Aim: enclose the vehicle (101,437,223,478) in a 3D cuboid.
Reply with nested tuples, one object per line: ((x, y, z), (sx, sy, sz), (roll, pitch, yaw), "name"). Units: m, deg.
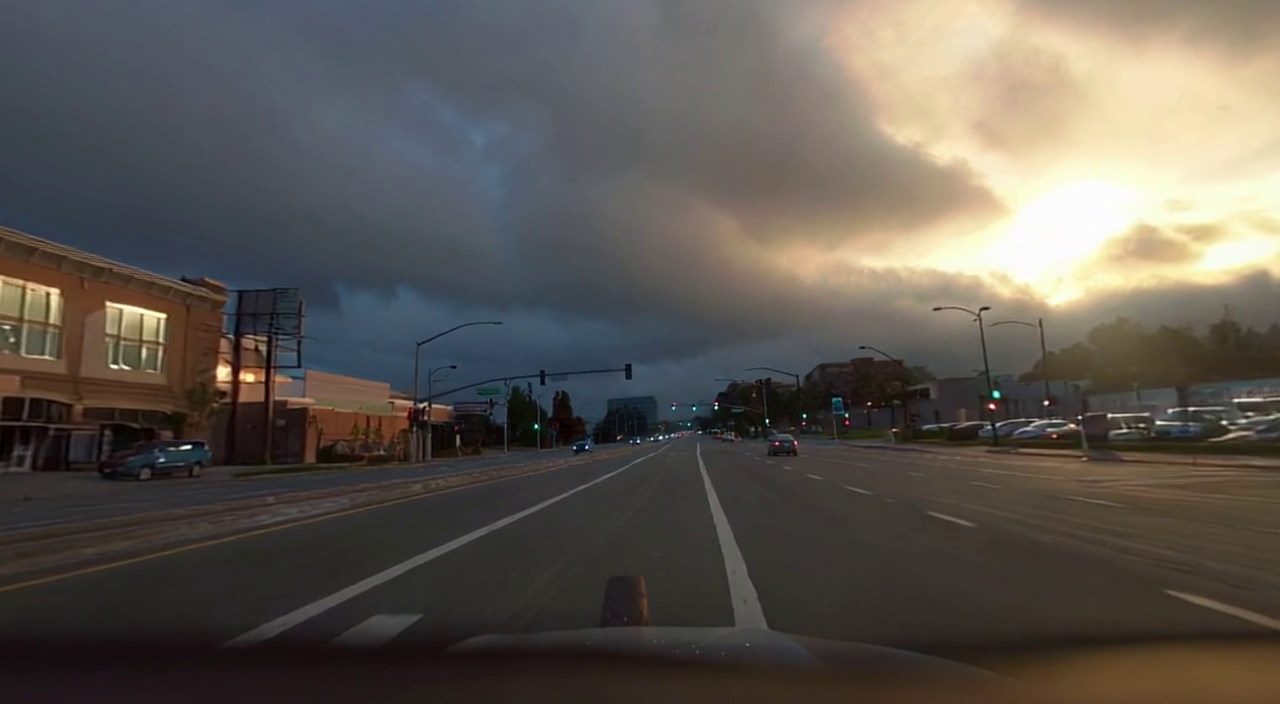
((-27.756, 6.113, 36.939), (2.298, 2.186, 5.973), (0, -8, 2), "vehicle")

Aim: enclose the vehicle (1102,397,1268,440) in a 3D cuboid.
((30.391, 3.763, 35.375), (6.608, 2.249, 2.726), (-1, -8, 3), "vehicle")

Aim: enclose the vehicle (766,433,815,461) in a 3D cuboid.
((8.677, 5.517, 36.729), (2.038, 1.528, 4.259), (-1, -8, 4), "vehicle")
